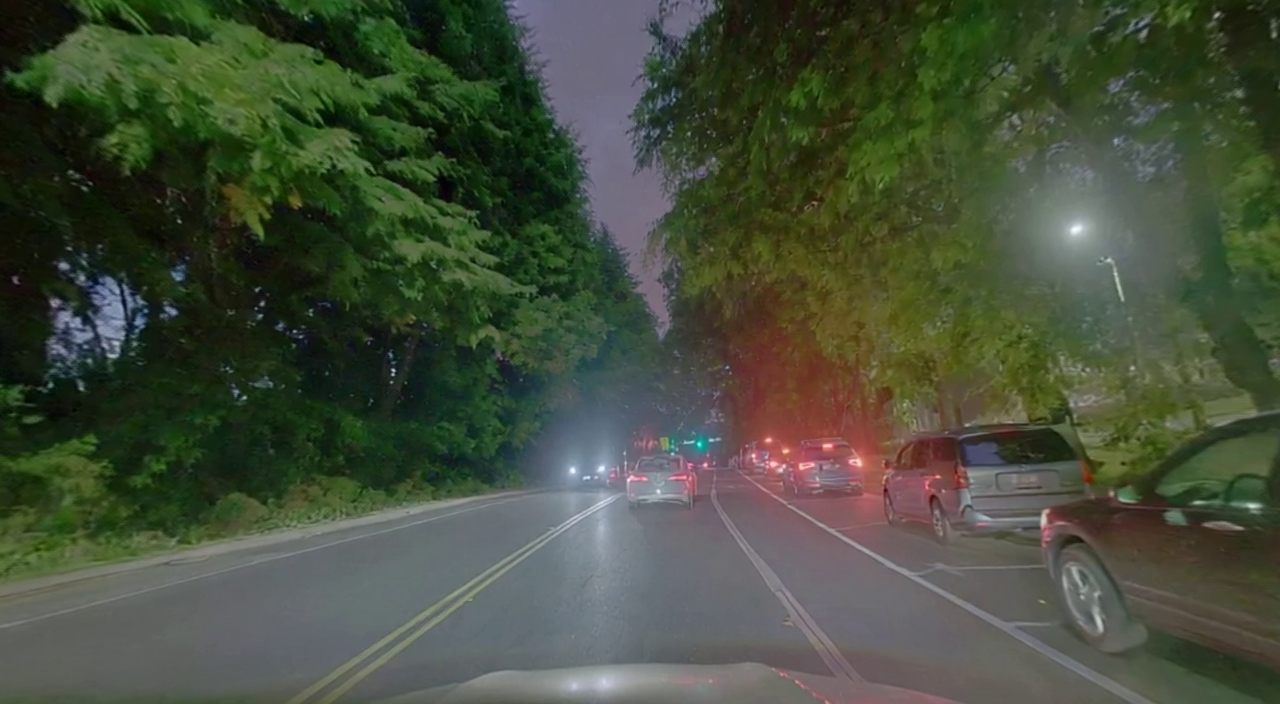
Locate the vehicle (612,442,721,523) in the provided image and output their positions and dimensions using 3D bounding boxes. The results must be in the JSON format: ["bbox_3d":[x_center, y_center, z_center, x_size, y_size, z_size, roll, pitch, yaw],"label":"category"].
[{"bbox_3d":[0.602,2.795,14.134,2.078,1.521,4.058,-1,-8,3],"label":"vehicle"}]

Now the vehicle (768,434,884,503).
[{"bbox_3d":[4.934,3.145,17.461,1.957,1.629,4.609,0,-8,2],"label":"vehicle"}]

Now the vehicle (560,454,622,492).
[{"bbox_3d":[-2.251,5.776,30.347,2.087,1.449,4.575,-5,-9,5],"label":"vehicle"}]

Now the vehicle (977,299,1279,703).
[{"bbox_3d":[3.432,0.672,1.982,2.224,1.805,4.773,0,-8,2],"label":"vehicle"}]
